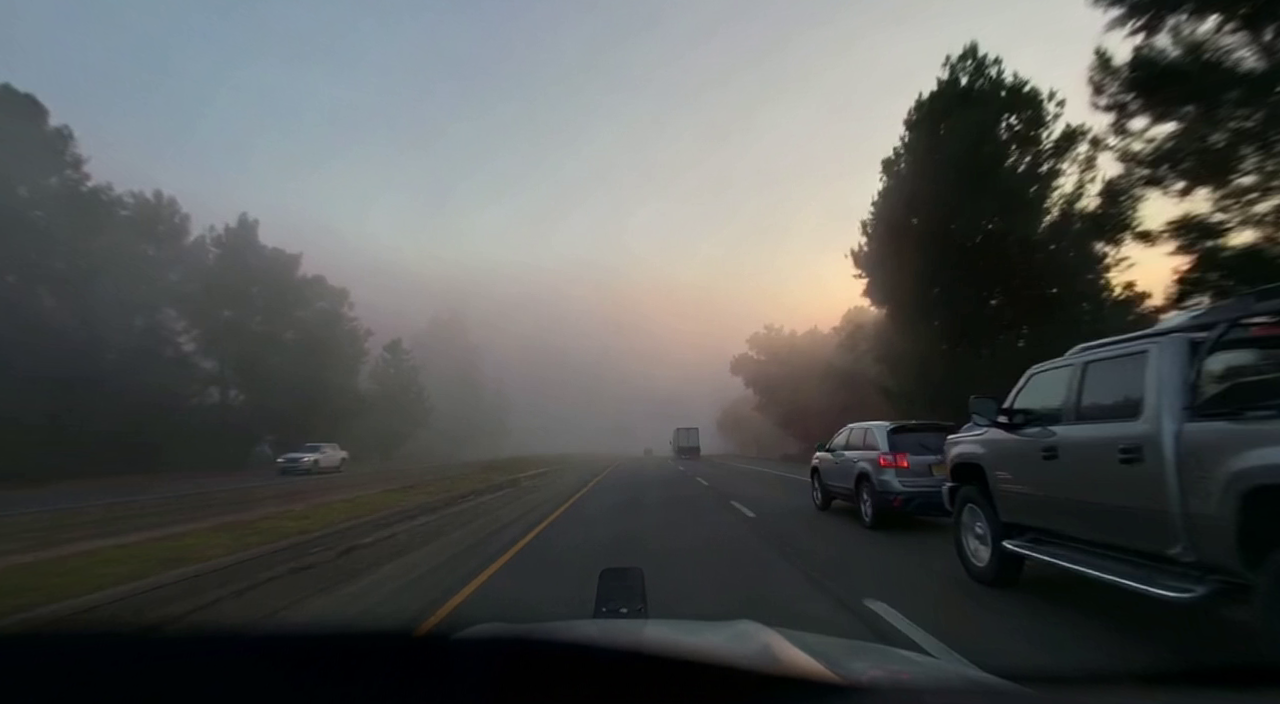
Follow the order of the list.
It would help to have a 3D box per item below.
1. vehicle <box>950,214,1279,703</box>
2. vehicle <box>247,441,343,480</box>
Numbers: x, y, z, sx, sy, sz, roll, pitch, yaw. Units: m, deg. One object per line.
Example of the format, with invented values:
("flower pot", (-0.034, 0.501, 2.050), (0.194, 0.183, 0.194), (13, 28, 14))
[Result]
("vehicle", (4.067, 0.714, 4.086), (2.150, 2.344, 3.759), (0, -8, 1))
("vehicle", (-17.651, 5.547, 32.577), (2.137, 1.858, 5.012), (0, -8, -1))
